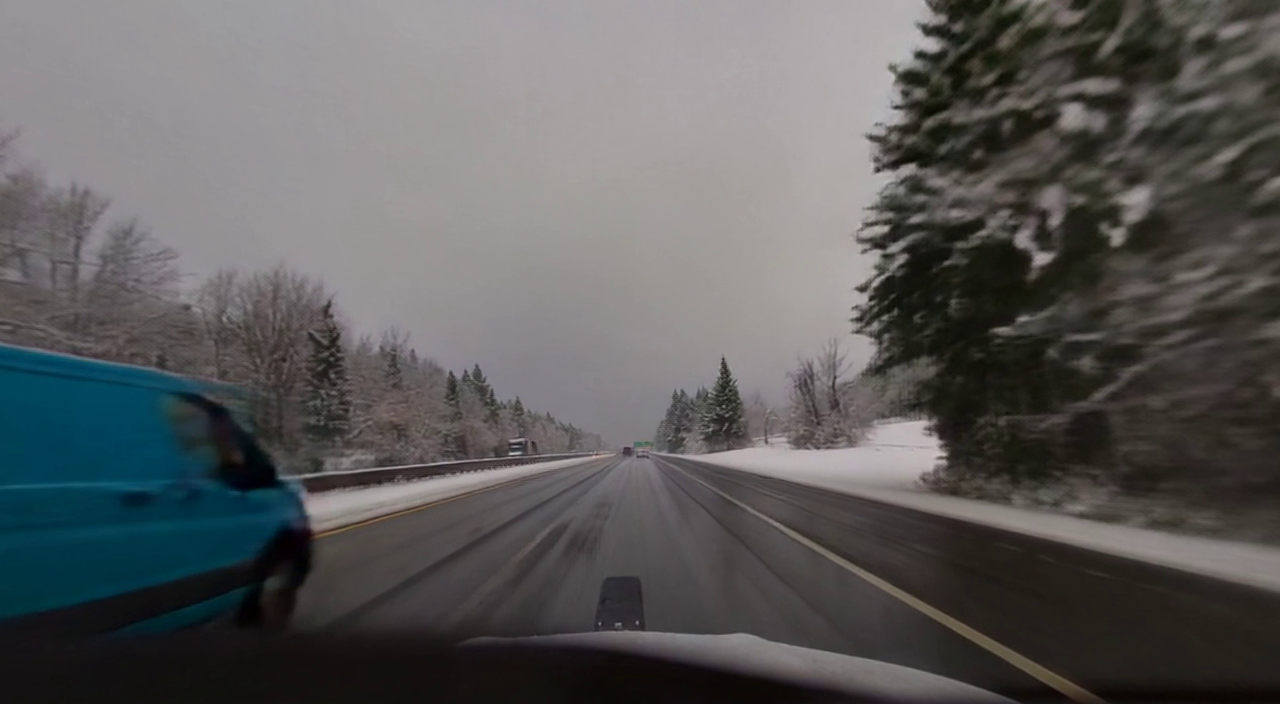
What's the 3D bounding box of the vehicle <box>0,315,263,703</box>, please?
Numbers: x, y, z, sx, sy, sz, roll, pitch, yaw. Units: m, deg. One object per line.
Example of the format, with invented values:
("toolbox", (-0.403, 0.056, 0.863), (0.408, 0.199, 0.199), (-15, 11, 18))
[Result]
("vehicle", (-3.949, 0.698, 1.817), (2.349, 1.973, 5.419), (0, -9, 0))
